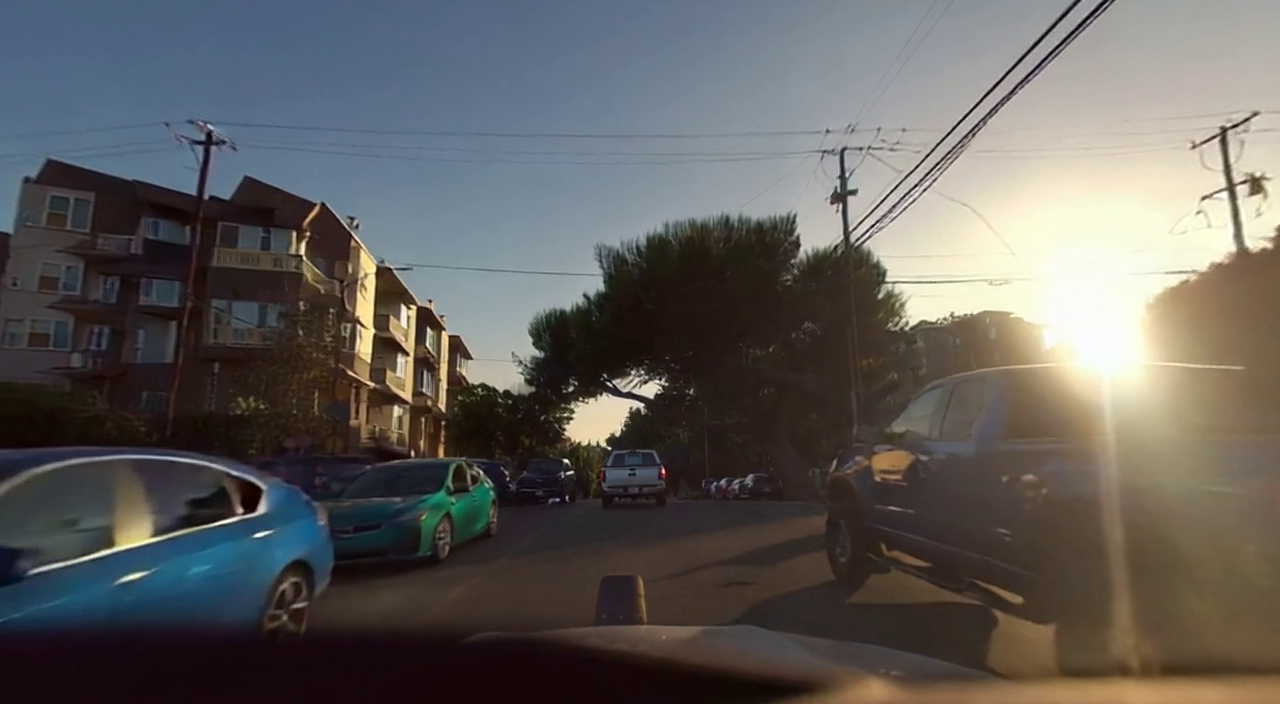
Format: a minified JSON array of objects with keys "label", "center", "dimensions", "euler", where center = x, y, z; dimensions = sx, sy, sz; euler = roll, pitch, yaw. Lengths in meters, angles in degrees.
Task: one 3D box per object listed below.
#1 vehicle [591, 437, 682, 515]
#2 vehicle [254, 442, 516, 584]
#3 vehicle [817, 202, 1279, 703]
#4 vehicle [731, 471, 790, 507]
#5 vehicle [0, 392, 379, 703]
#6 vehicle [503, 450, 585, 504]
[{"label":"vehicle","center":[-0.076,3.511,18.510],"dimensions":[2.308,1.940,4.125],"euler":[-2,-8,1]},{"label":"vehicle","center":[-3.099,2.010,8.846],"dimensions":[1.868,1.462,4.385],"euler":[0,-8,-1]},{"label":"vehicle","center":[2.665,0.832,3.378],"dimensions":[2.027,1.907,4.736],"euler":[0,-8,0]},{"label":"vehicle","center":[5.938,6.870,31.647],"dimensions":[2.023,1.611,4.614],"euler":[0,-12,0]},{"label":"vehicle","center":[-3.065,1.031,2.911],"dimensions":[1.898,1.539,4.320],"euler":[0,-8,0]},{"label":"vehicle","center":[-3.603,4.978,25.035],"dimensions":[2.330,1.859,6.068],"euler":[0,-12,0]}]
